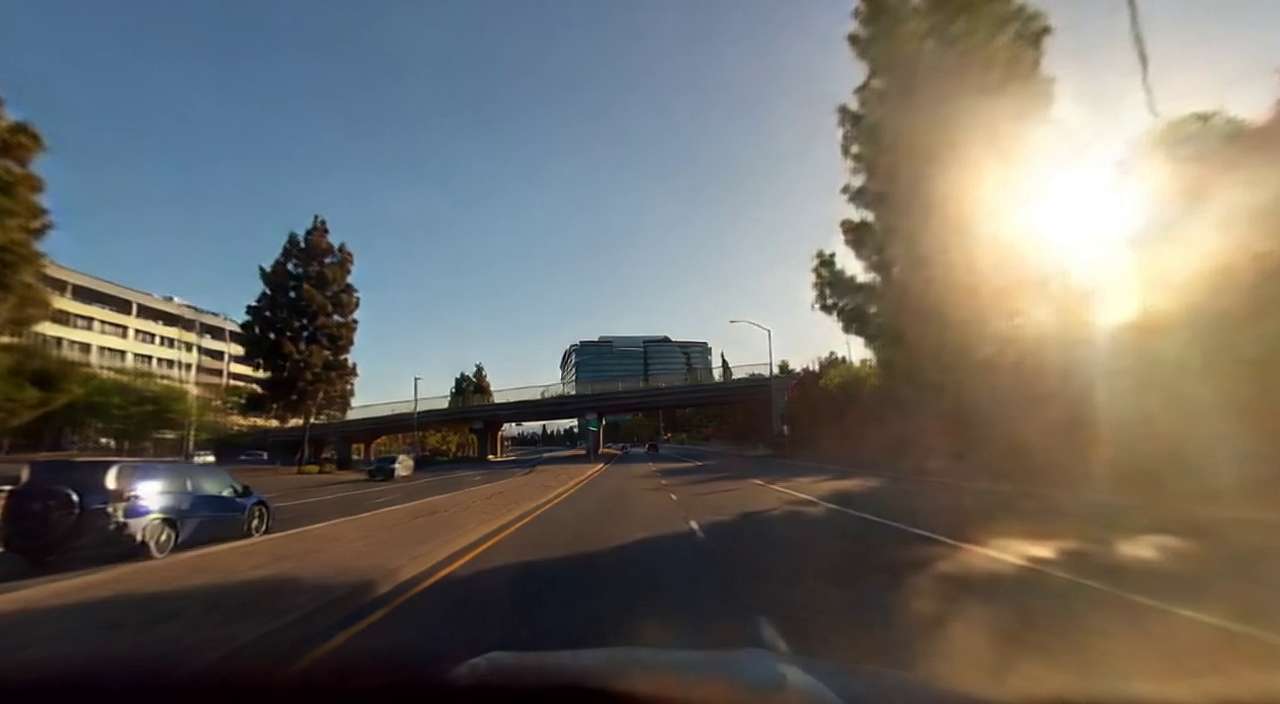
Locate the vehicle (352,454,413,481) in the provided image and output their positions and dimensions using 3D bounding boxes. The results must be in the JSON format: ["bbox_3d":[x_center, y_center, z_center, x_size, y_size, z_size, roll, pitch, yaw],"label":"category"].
[{"bbox_3d":[-15.703,7.062,38.808,1.912,1.465,4.479,0,-9,0],"label":"vehicle"}]

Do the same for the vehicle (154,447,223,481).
[{"bbox_3d":[-28.852,7.119,40.590,2.199,1.959,5.771,4,-9,-22],"label":"vehicle"}]
